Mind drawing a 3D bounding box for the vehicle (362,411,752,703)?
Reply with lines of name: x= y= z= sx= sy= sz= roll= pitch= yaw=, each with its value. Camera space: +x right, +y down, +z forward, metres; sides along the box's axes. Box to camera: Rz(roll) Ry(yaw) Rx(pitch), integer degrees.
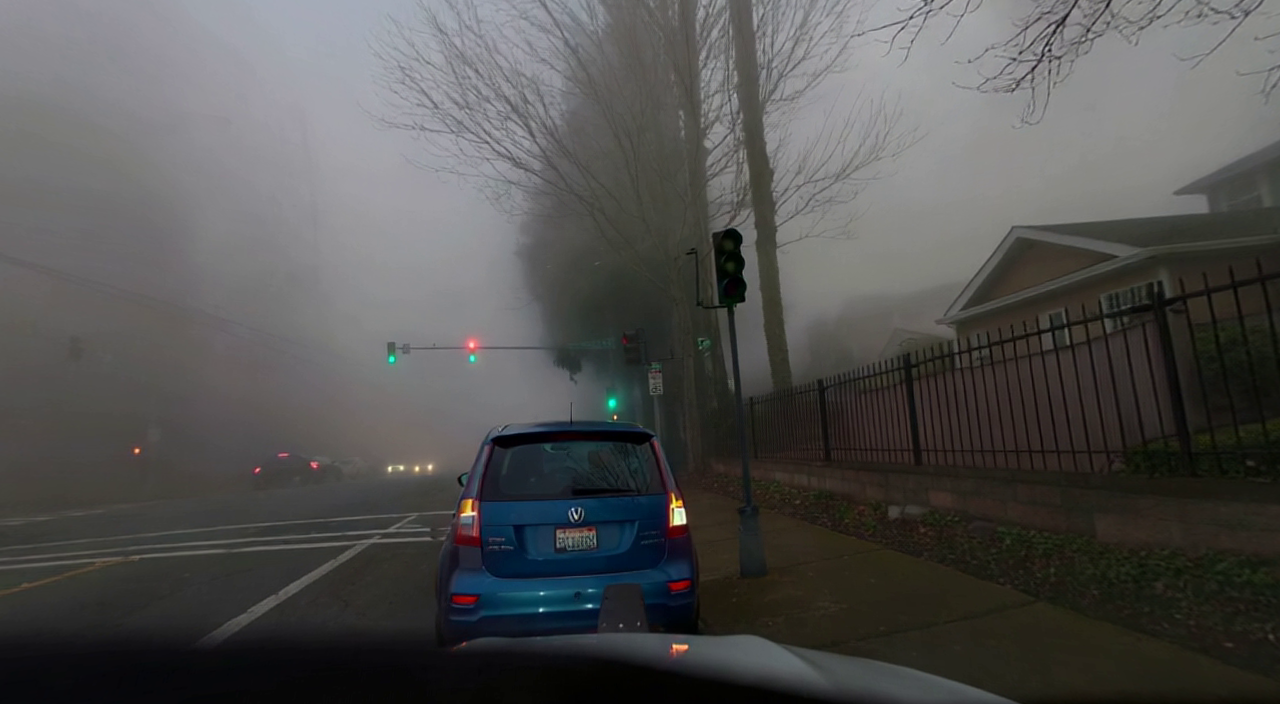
vehicle: x=-0.678 y=1.349 z=5.220 sx=2.024 sy=1.502 sz=3.702 roll=1 pitch=-9 yaw=-9
